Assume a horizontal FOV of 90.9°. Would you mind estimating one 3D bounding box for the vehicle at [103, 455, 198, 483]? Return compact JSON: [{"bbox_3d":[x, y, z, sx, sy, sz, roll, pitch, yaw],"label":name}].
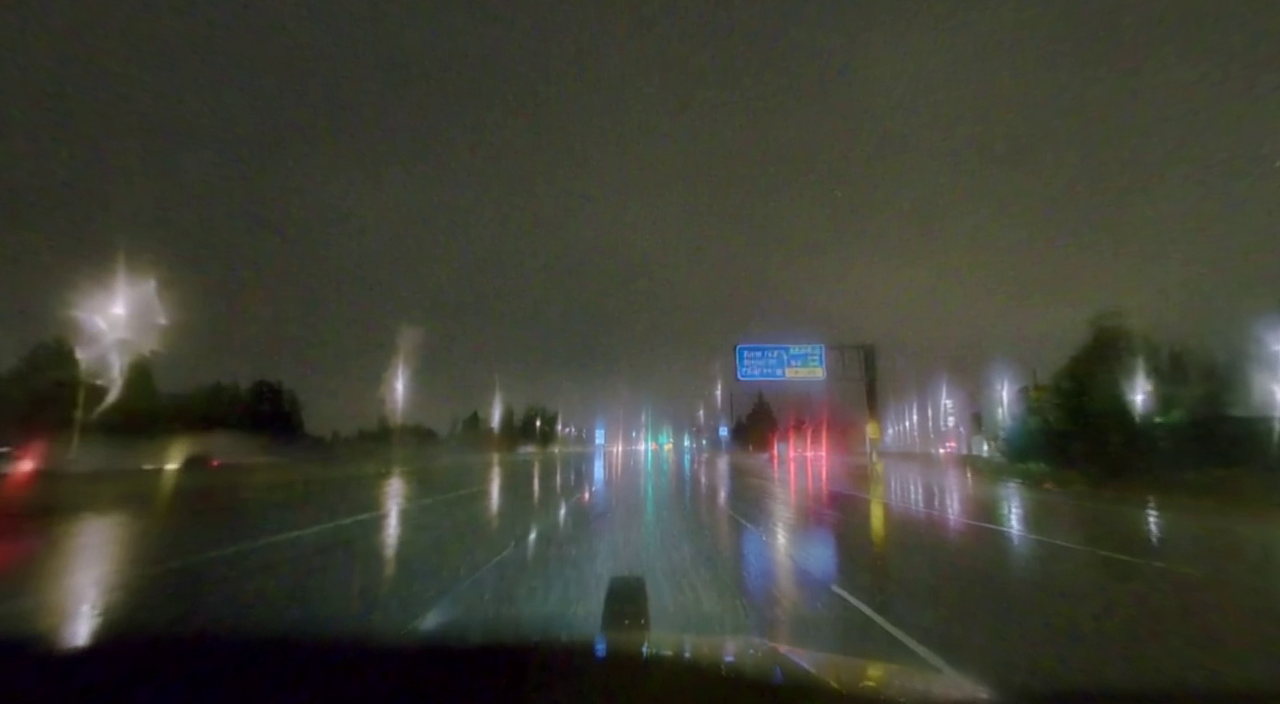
[{"bbox_3d":[-28.717,6.846,37.206,1.852,1.463,4.598,0,-9,1],"label":"vehicle"}]
